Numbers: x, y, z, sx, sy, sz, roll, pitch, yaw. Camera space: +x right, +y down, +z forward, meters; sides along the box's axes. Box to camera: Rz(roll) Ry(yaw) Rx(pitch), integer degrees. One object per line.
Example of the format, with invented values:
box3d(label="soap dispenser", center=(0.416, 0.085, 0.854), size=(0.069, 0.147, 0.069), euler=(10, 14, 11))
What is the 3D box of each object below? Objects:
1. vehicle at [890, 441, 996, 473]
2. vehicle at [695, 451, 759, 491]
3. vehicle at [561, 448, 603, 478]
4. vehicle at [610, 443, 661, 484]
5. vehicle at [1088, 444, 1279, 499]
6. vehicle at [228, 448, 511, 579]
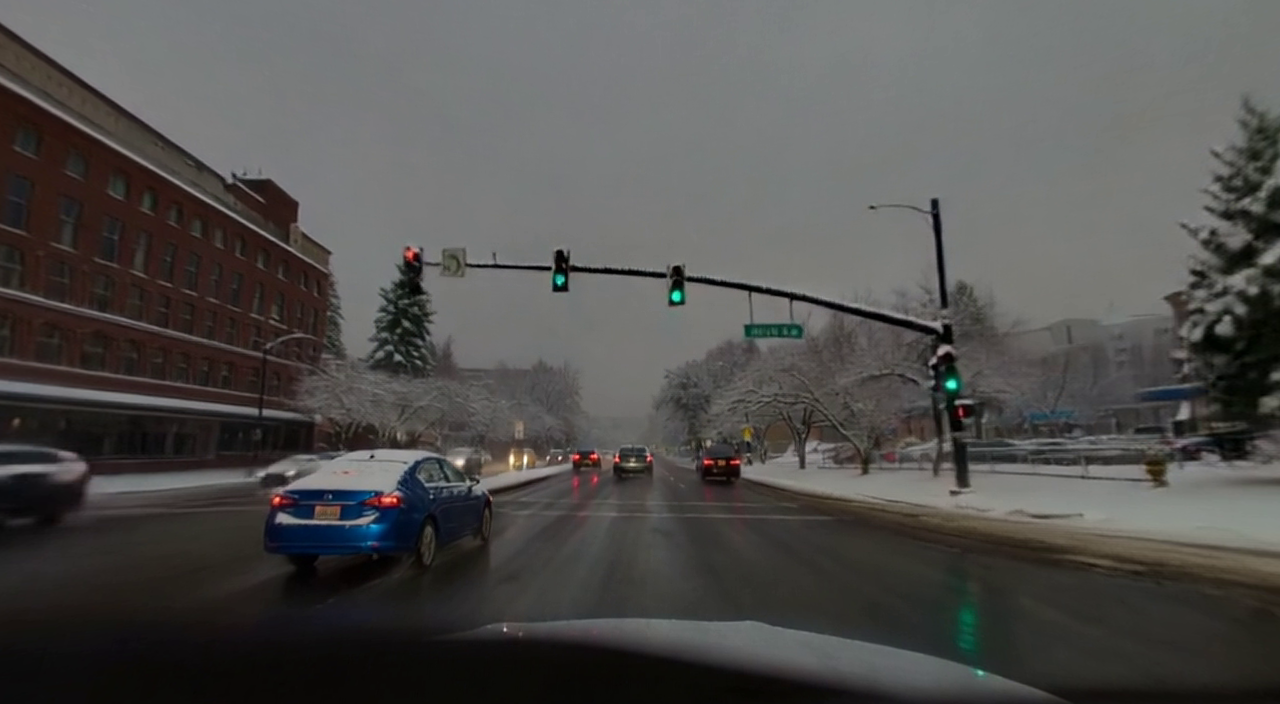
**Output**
box3d(label="vehicle", center=(16.797, 5.821, 35.081), size=(4.764, 1.717, 2.170), euler=(0, -9, -2))
box3d(label="vehicle", center=(3.552, 4.933, 26.477), size=(2.058, 1.472, 4.317), euler=(0, -9, 0))
box3d(label="vehicle", center=(-3.438, 6.680, 38.195), size=(2.130, 1.645, 3.995), euler=(0, -9, 1))
box3d(label="vehicle", center=(-0.191, 5.548, 31.750), size=(2.361, 1.898, 4.465), euler=(0, -9, 0))
box3d(label="vehicle", center=(16.092, 3.446, 18.428), size=(4.407, 1.492, 1.930), euler=(0, -9, 2))
box3d(label="vehicle", center=(-3.332, 2.037, 8.801), size=(2.115, 1.369, 3.908), euler=(0, -9, 2))
